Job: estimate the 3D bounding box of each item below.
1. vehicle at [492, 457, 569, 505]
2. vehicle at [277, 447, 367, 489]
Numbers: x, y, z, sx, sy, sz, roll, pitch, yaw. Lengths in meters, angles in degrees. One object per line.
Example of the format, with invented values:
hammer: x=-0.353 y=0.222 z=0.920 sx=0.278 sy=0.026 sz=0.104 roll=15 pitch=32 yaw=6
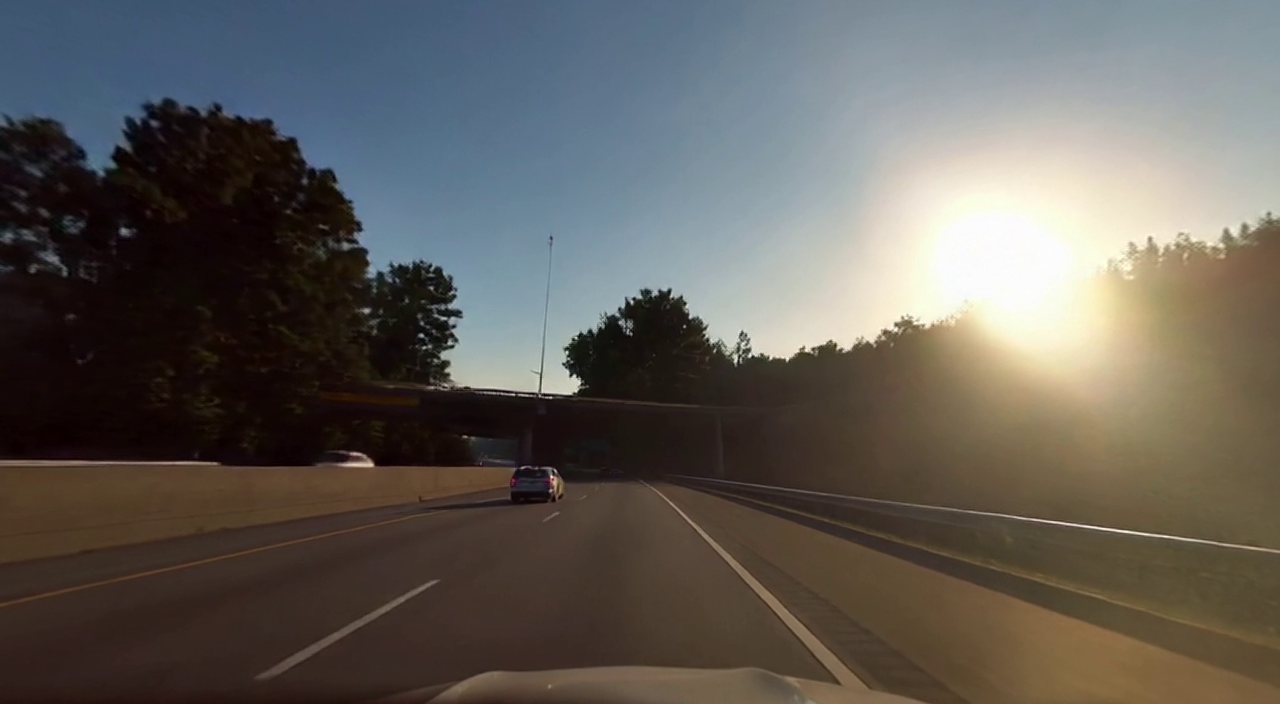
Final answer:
vehicle: x=-4.363 y=5.307 z=26.133 sx=2.286 sy=1.757 sz=5.057 roll=1 pitch=-11 yaw=0
vehicle: x=-14.343 y=5.285 z=28.710 sx=1.860 sy=1.730 sz=4.322 roll=1 pitch=-11 yaw=-1
